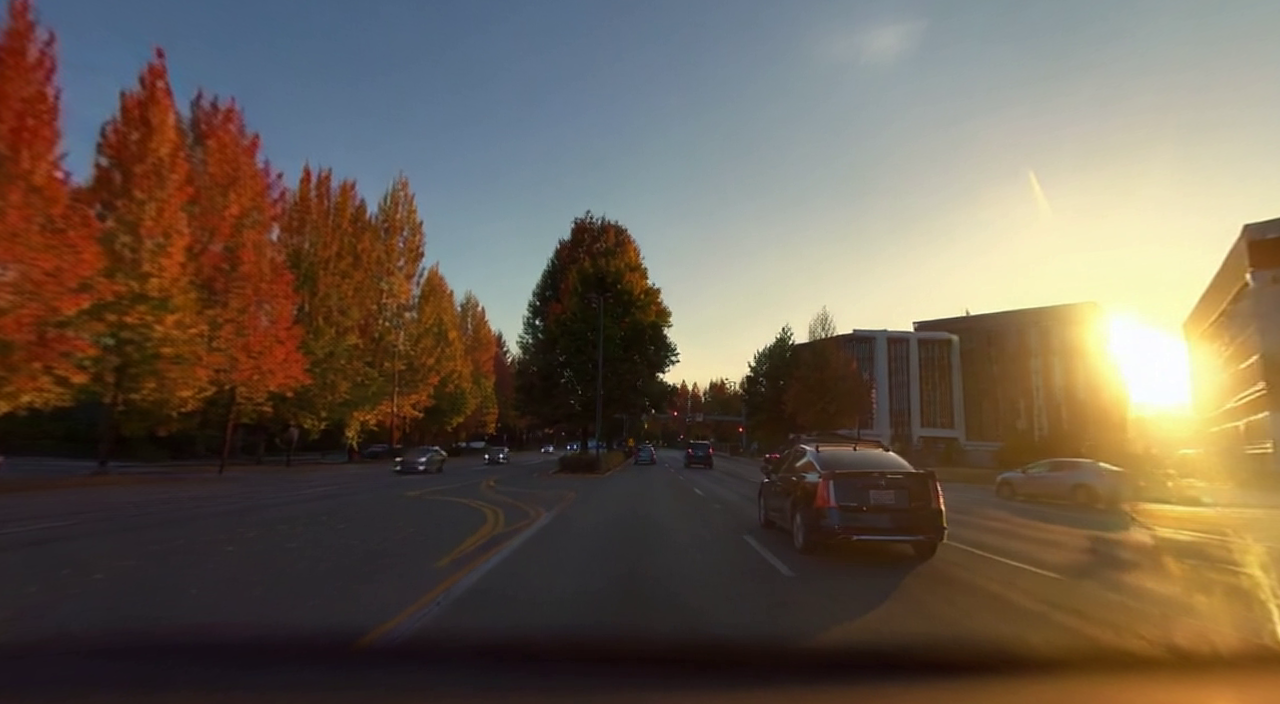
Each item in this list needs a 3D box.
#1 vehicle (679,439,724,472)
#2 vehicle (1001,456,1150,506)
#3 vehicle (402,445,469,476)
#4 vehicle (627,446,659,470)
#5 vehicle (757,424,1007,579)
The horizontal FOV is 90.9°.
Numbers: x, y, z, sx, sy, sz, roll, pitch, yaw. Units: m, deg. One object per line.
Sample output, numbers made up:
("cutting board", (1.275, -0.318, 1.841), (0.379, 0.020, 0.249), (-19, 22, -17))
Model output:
("vehicle", (3.651, 6.240, 38.111), (2.154, 1.844, 4.634), (0, -8, -1))
("vehicle", (16.413, 4.841, 24.040), (4.398, 1.634, 2.031), (-5, -10, 31))
("vehicle", (-10.863, 5.771, 33.821), (1.969, 1.488, 4.612), (0, -9, 1))
("vehicle", (0.182, 6.878, 41.232), (1.991, 1.477, 3.814), (0, -8, 0))
("vehicle", (2.975, 1.902, 8.799), (1.901, 1.634, 3.896), (1, -8, 0))
